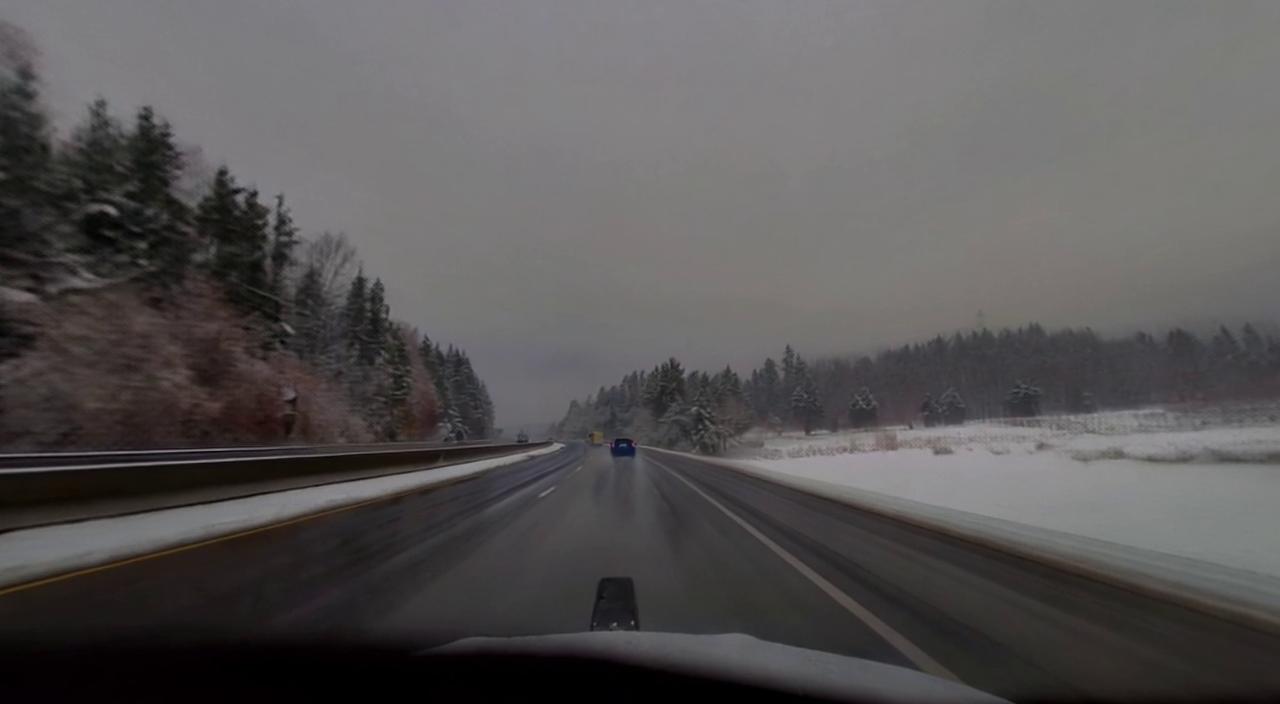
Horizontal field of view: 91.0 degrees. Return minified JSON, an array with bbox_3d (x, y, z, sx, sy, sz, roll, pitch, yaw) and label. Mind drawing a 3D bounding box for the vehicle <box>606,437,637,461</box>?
[{"bbox_3d":[-1.315,6.636,43.320,2.004,1.515,3.968,0,-8,-3],"label":"vehicle"}]
